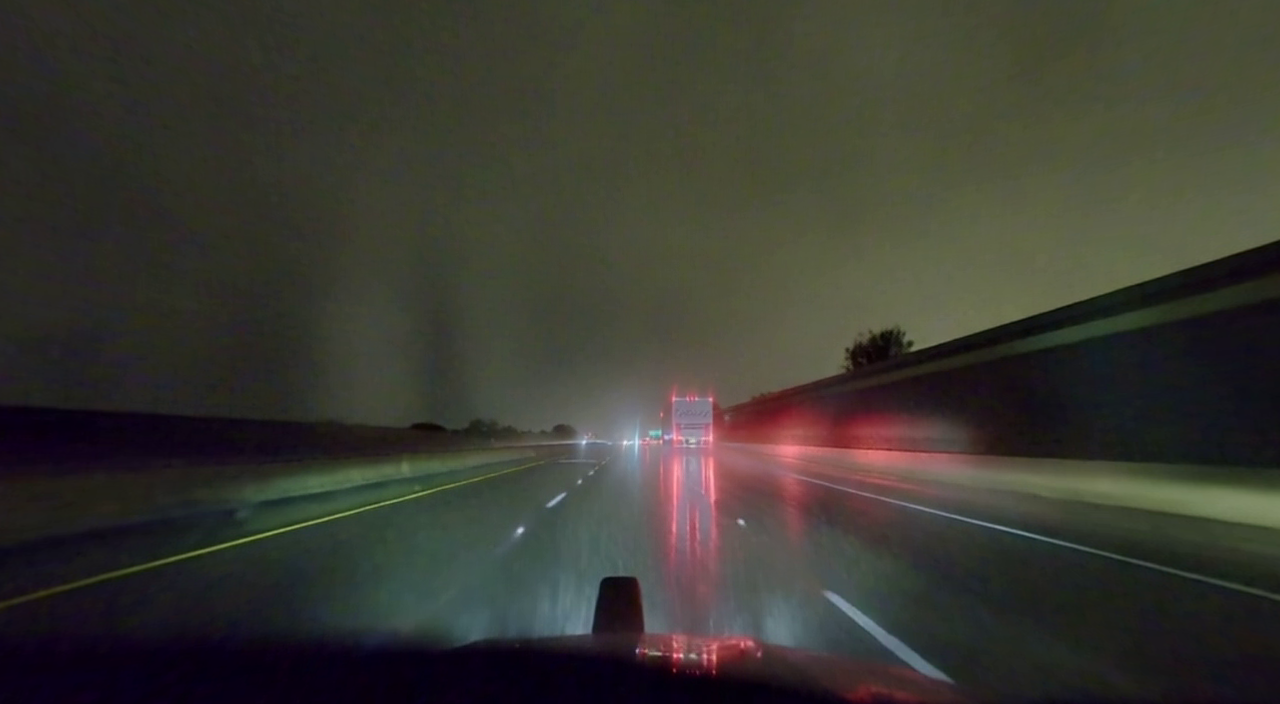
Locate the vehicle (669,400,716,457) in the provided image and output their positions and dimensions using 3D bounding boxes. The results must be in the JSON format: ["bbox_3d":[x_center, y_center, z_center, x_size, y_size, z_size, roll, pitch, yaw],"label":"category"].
[{"bbox_3d":[3.884,5.999,48.583,2.840,3.947,8.920,0,-8,0],"label":"vehicle"}]
